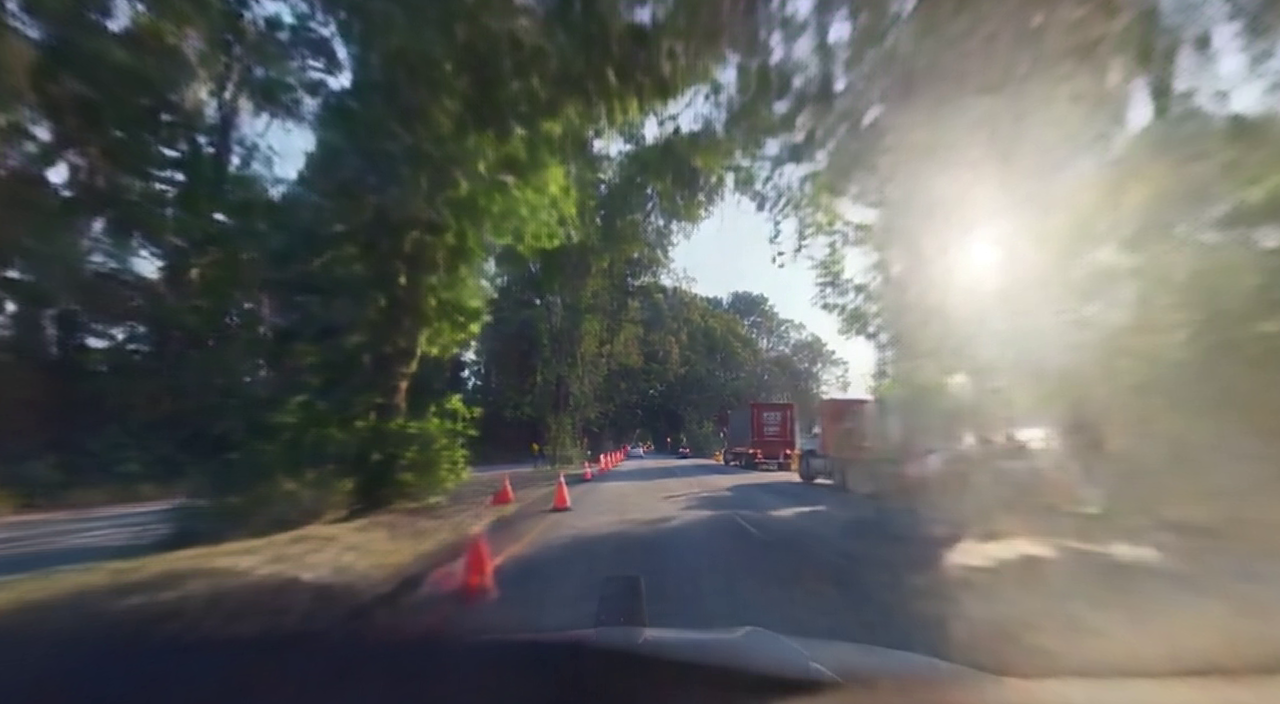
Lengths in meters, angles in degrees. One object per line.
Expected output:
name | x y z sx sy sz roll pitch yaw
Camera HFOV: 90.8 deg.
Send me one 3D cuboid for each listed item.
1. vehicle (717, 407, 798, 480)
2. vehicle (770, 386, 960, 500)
vehicle | 6.233 5.095 35.504 2.664 3.418 11.107 0 -8 1
vehicle | 6.452 2.682 18.702 2.390 2.899 4.603 6 -10 -35
